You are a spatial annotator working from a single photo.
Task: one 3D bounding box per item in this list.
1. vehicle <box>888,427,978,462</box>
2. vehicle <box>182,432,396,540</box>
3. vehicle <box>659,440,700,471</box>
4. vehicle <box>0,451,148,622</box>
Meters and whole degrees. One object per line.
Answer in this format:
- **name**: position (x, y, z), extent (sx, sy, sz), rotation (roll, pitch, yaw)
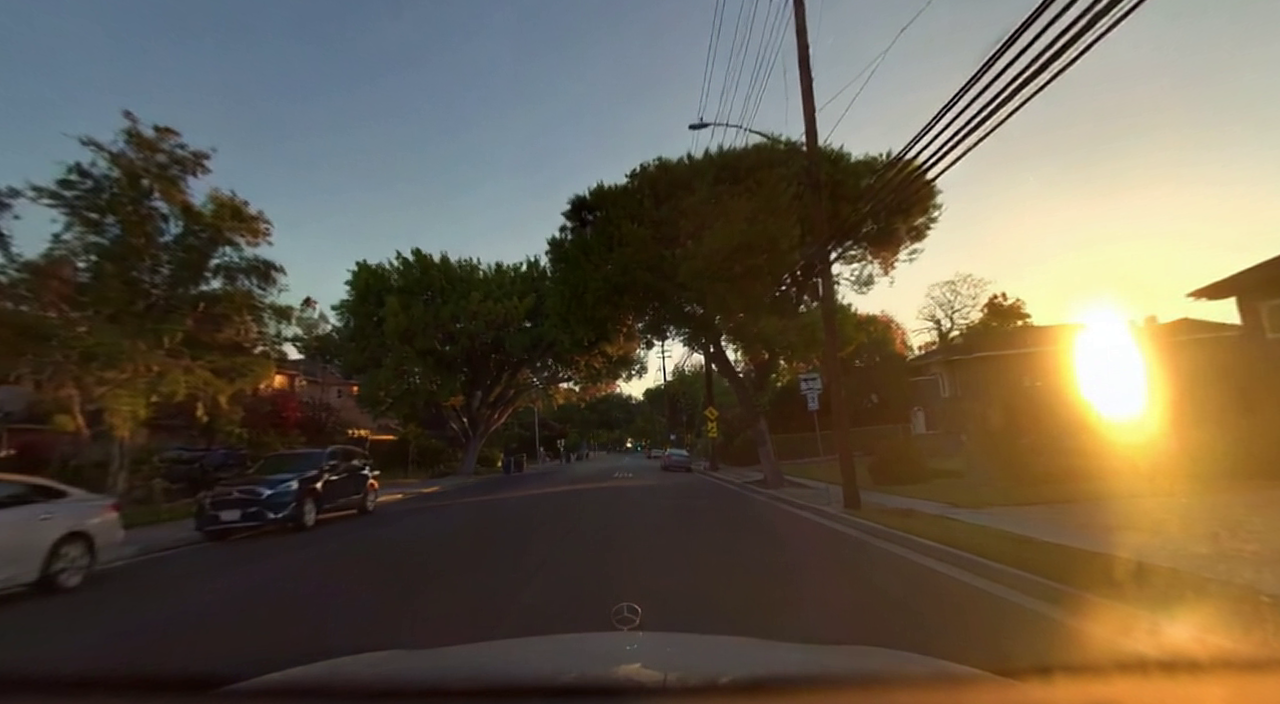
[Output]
- **vehicle**: position (13.840, 4.392, 29.896), extent (3.645, 1.532, 1.806), rotation (-5, -10, 29)
- **vehicle**: position (-7.218, 2.786, 13.694), extent (2.135, 1.787, 4.452), rotation (-4, -9, 0)
- **vehicle**: position (2.284, 6.181, 37.834), extent (1.971, 1.710, 4.210), rotation (0, -9, -3)
- **vehicle**: position (-7.051, 1.736, 5.729), extent (2.041, 1.587, 3.920), rotation (-2, -9, -1)
